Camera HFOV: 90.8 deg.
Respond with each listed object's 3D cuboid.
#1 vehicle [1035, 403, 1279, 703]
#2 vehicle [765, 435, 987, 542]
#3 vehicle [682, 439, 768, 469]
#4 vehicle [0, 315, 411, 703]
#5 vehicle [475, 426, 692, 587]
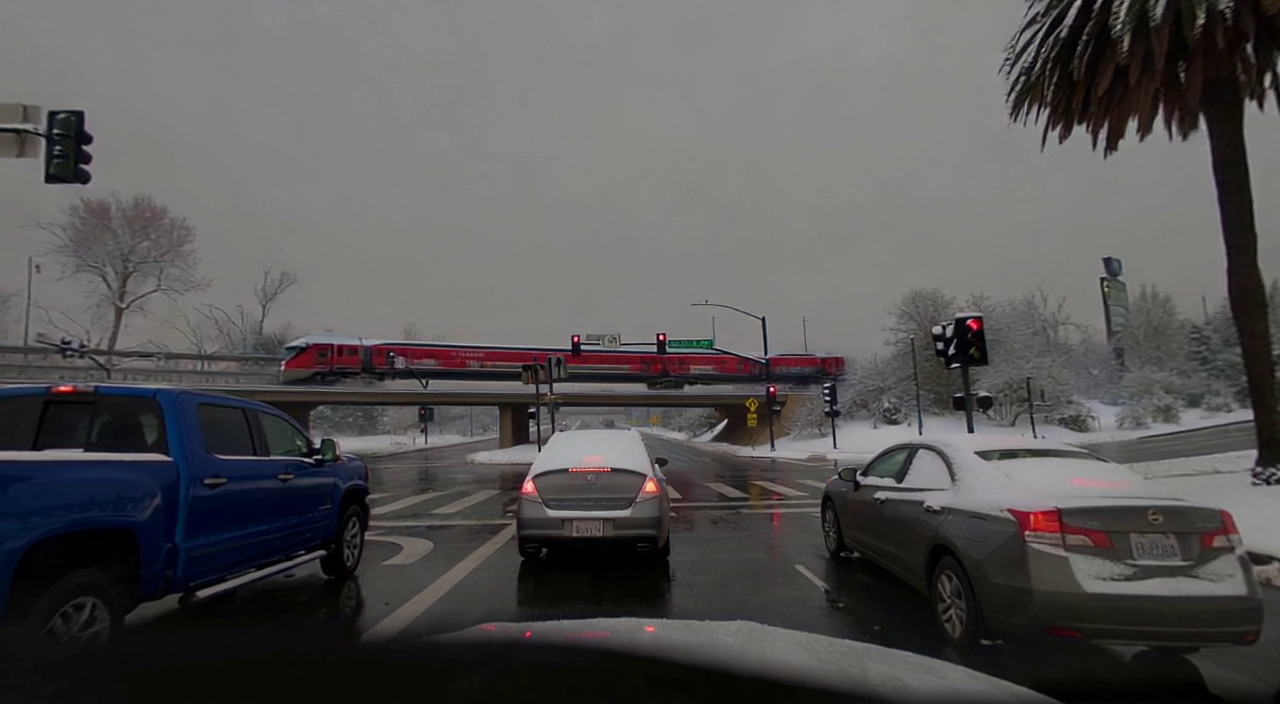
[{"bbox_3d":[3.885,0.890,2.192,2.052,1.496,4.541,0,-9,0],"label":"vehicle"},{"bbox_3d":[3.696,2.214,10.958,1.965,1.448,4.486,0,-9,-2],"label":"vehicle"},{"bbox_3d":[4.197,5.139,31.976,1.878,1.428,4.416,5,-10,-32],"label":"vehicle"},{"bbox_3d":[-3.827,1.112,4.947,2.078,1.838,5.448,0,-9,-1],"label":"vehicle"},{"bbox_3d":[-0.634,1.762,8.065,2.035,1.491,4.090,0,-9,-3],"label":"vehicle"}]
